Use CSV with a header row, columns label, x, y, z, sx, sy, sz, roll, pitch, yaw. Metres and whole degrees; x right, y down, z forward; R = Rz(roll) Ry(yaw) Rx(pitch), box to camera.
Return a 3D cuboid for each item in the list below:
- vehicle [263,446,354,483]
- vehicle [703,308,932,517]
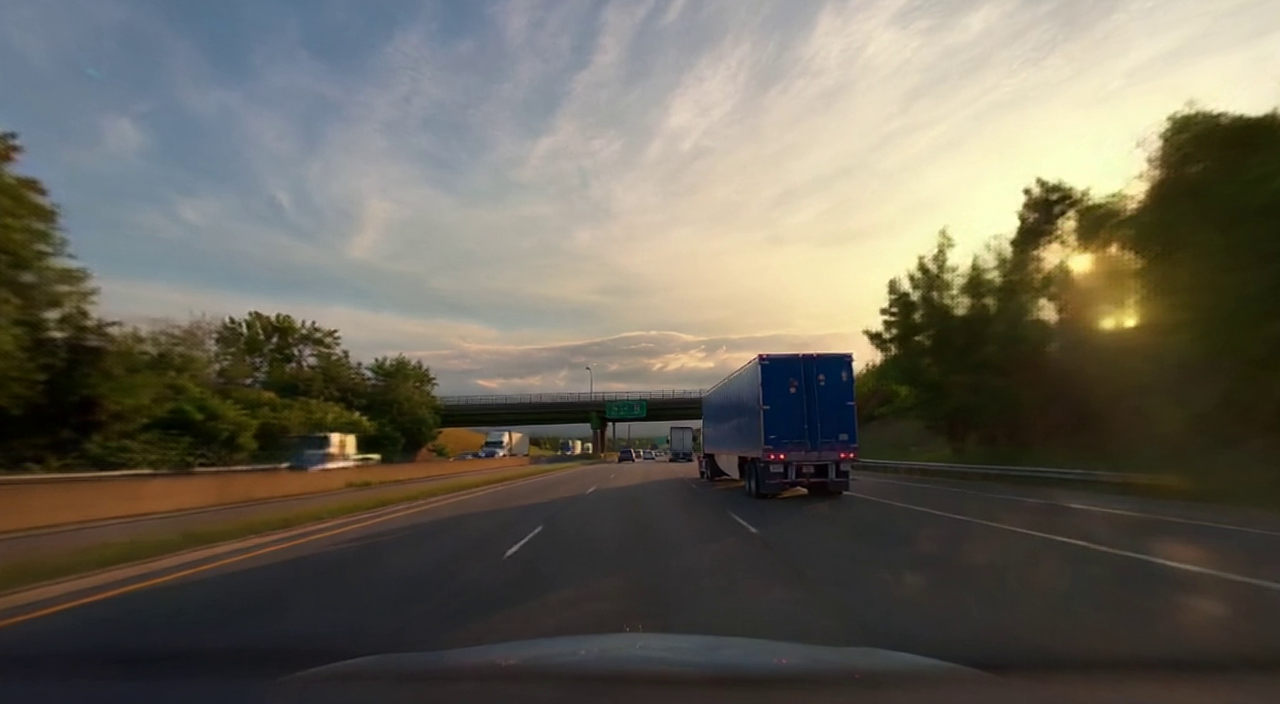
label,x,y,z,sx,sy,sz,roll,pitch,yaw
vehicle,-14.294,4.838,27.422,1.775,1.475,3.888,0,-9,0
vehicle,4.110,2.229,19.307,2.825,4.054,14.210,0,-9,0
